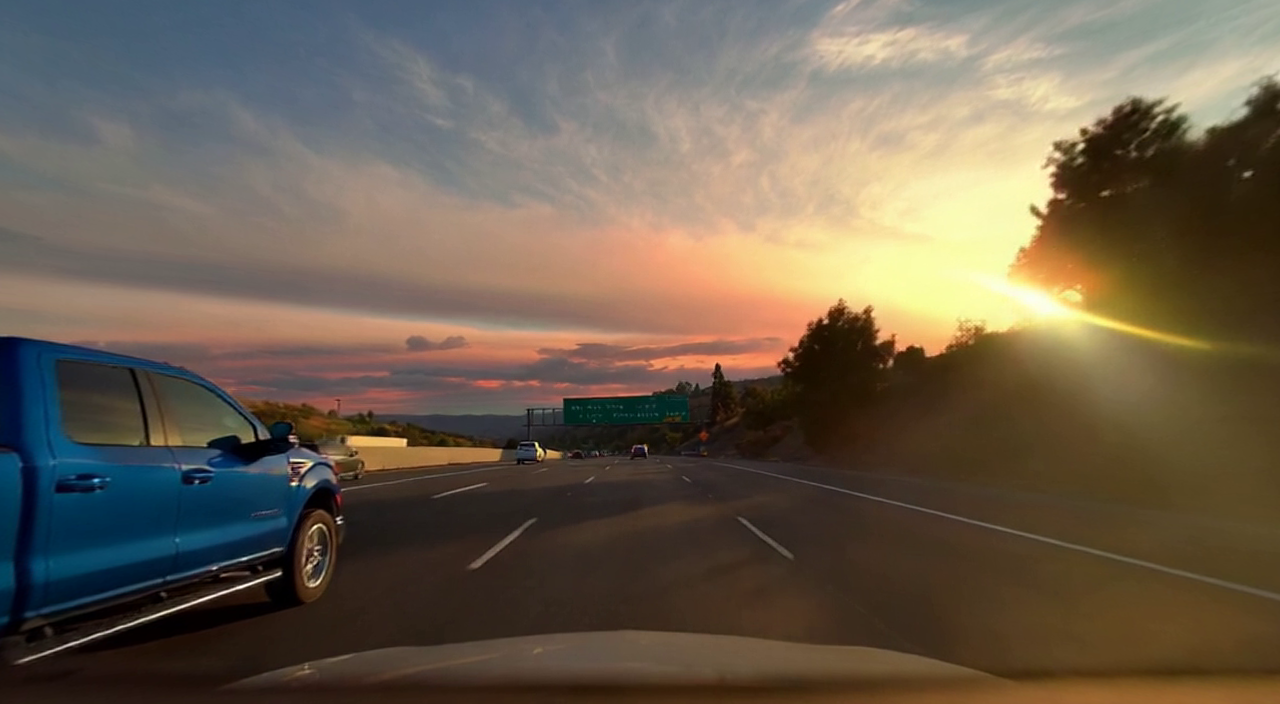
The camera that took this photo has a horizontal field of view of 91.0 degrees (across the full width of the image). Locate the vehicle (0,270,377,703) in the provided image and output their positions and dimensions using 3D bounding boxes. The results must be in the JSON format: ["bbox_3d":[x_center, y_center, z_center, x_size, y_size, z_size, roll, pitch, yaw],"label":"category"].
[{"bbox_3d":[-3.852,0.764,3.237,2.339,2.004,6.171,0,-9,0],"label":"vehicle"}]

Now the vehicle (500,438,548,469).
[{"bbox_3d":[-7.729,6.842,42.608,2.260,1.917,5.499,0,-9,-1],"label":"vehicle"}]
